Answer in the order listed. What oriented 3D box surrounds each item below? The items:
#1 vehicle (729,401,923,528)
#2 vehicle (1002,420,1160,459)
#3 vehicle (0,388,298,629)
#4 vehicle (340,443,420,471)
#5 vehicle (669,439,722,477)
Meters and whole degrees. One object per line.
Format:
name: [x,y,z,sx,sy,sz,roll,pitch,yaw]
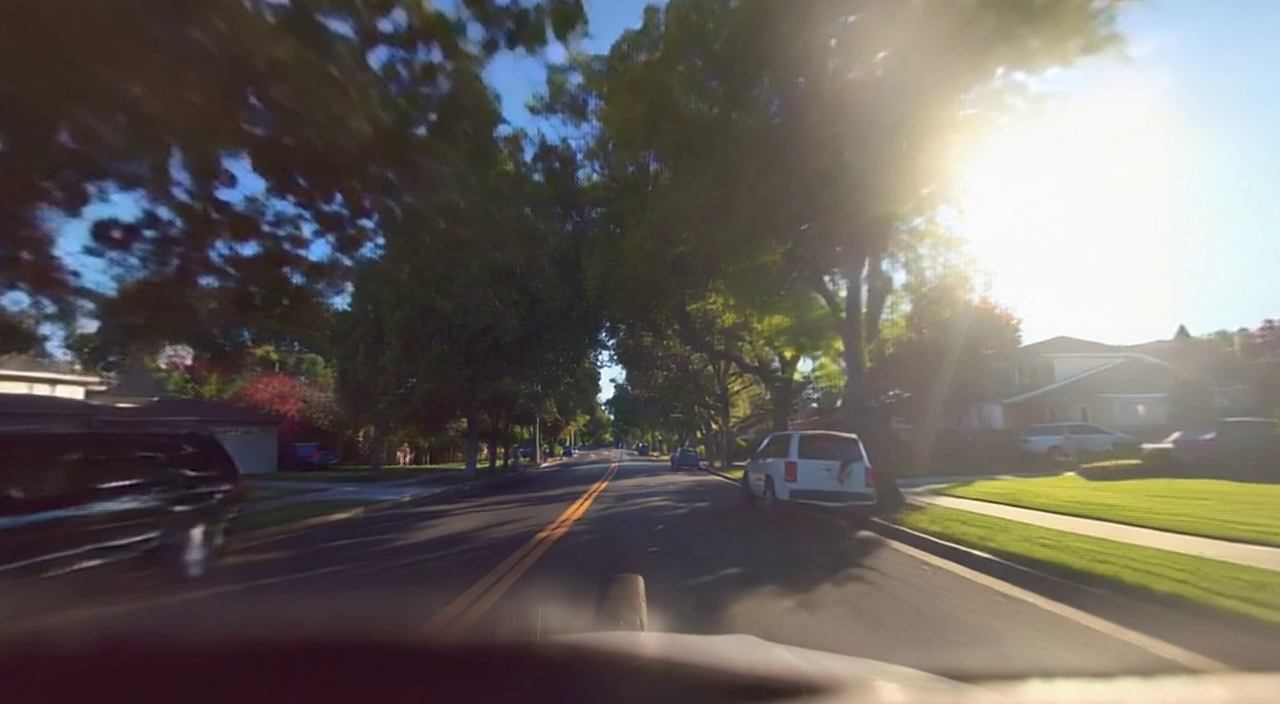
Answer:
vehicle: [2.878,1.870,10.975,2.007,1.702,4.430,-1,-8,0]
vehicle: [16.892,3.384,24.401,4.560,1.350,1.882,-2,-7,4]
vehicle: [-5.885,1.401,6.003,2.102,1.801,5.574,-1,-9,1]
vehicle: [-16.959,6.826,41.349,4.331,1.738,2.067,0,-8,0]
vehicle: [2.539,5.023,30.201,1.988,1.618,4.567,-1,-8,-2]
